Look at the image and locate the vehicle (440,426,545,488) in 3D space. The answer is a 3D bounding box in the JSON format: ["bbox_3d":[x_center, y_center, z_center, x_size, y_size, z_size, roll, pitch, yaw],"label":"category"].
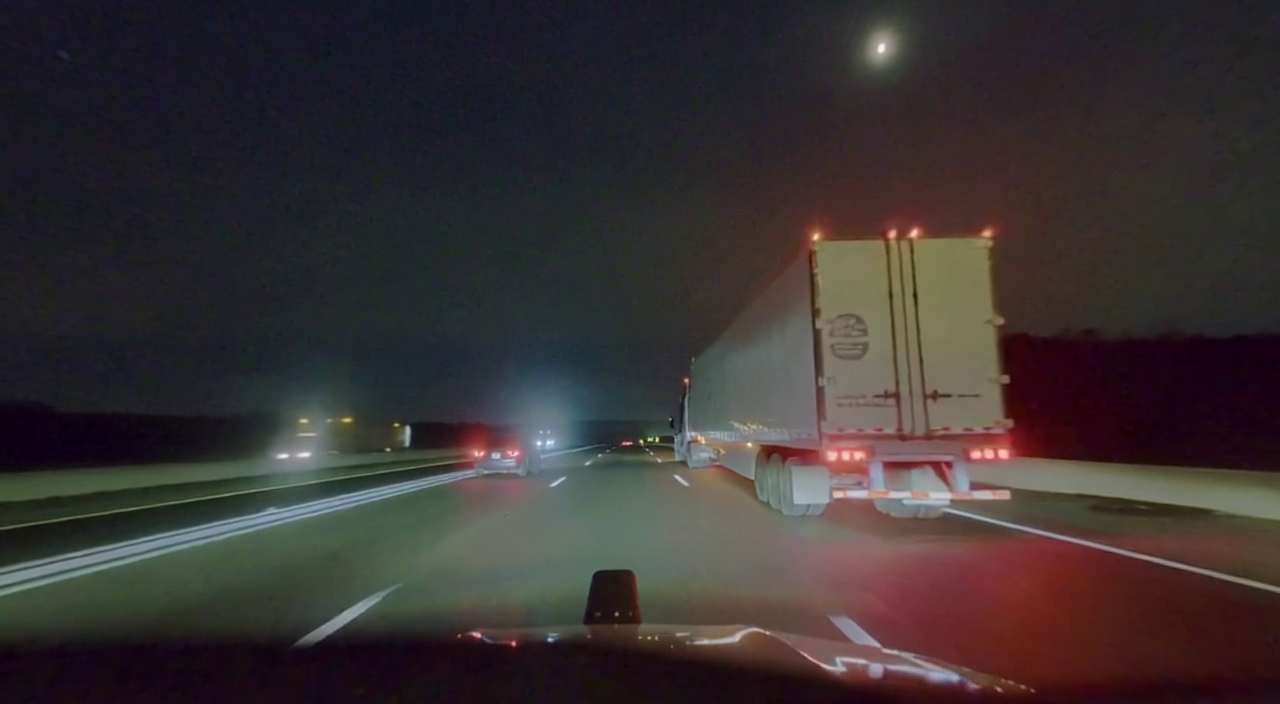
[{"bbox_3d":[-4.155,3.024,18.465,2.044,1.604,4.144,0,-8,0],"label":"vehicle"}]

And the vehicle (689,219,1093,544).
[{"bbox_3d":[3.821,1.502,16.783,3.144,4.168,17.594,0,-8,-2],"label":"vehicle"}]

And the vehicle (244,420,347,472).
[{"bbox_3d":[-19.636,5.409,36.327,2.406,2.717,6.227,0,-8,0],"label":"vehicle"}]
